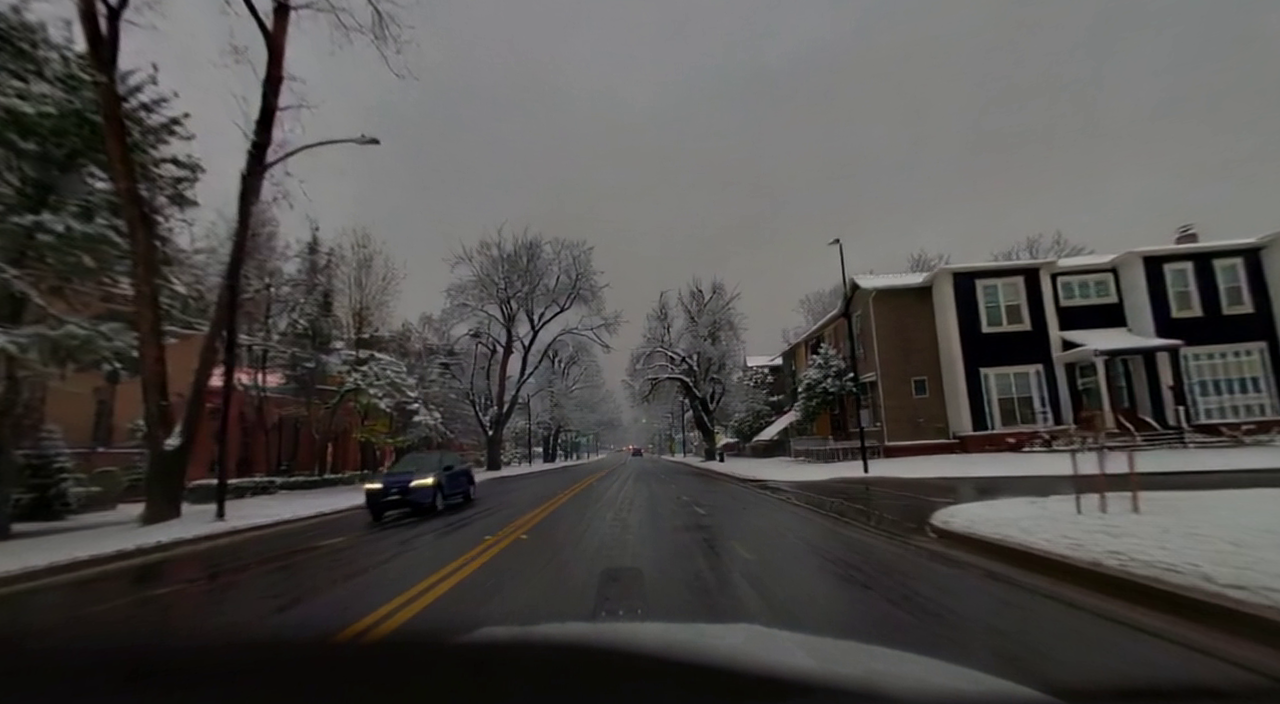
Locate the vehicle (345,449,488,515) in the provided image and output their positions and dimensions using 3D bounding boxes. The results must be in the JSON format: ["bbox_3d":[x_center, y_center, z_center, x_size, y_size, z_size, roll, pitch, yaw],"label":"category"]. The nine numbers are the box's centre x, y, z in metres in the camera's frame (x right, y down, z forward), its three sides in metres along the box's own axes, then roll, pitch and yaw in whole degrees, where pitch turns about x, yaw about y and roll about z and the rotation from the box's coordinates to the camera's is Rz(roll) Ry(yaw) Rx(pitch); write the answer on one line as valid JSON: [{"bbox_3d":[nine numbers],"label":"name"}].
[{"bbox_3d":[-5.747,3.375,16.998,2.243,1.476,4.729,0,-9,-2],"label":"vehicle"}]
